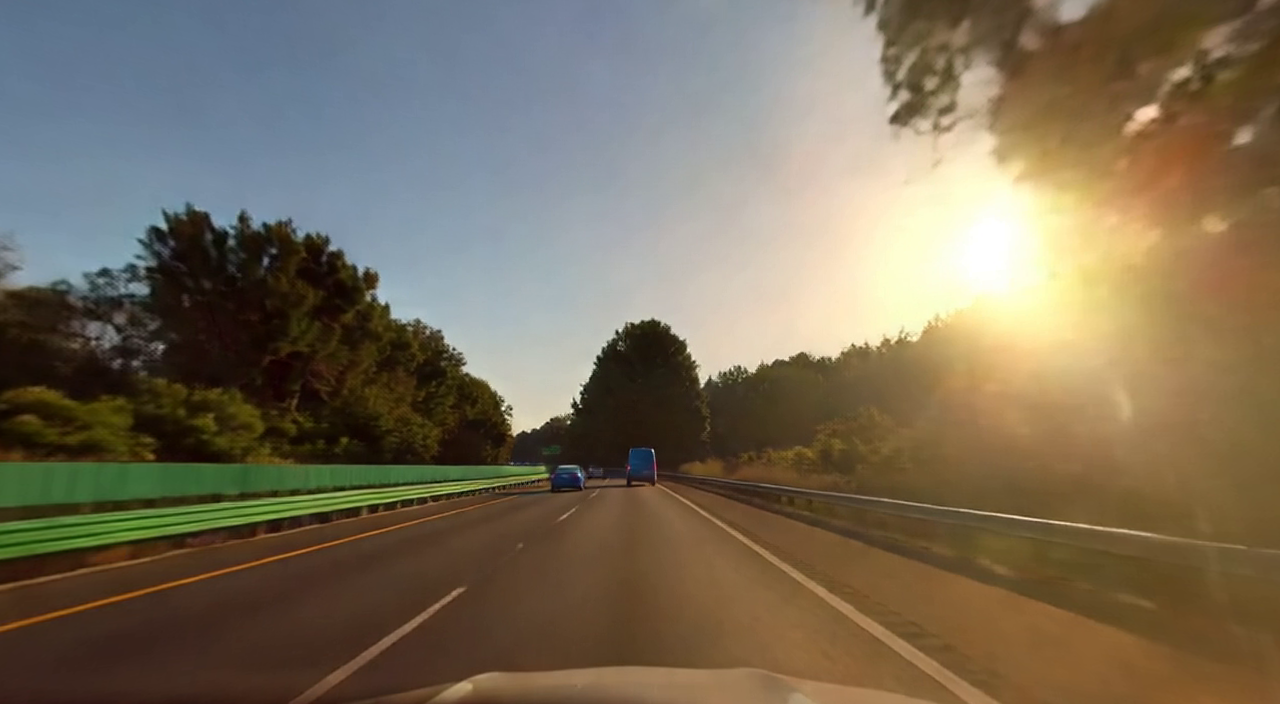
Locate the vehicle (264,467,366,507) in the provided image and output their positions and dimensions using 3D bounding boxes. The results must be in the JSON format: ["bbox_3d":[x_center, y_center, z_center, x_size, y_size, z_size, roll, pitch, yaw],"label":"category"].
[{"bbox_3d":[-12.278,5.107,24.102,1.782,1.376,3.933,1,-11,-1],"label":"vehicle"}]

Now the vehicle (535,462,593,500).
[{"bbox_3d":[-3.281,5.694,27.918,2.038,1.490,4.391,1,-11,0],"label":"vehicle"}]
